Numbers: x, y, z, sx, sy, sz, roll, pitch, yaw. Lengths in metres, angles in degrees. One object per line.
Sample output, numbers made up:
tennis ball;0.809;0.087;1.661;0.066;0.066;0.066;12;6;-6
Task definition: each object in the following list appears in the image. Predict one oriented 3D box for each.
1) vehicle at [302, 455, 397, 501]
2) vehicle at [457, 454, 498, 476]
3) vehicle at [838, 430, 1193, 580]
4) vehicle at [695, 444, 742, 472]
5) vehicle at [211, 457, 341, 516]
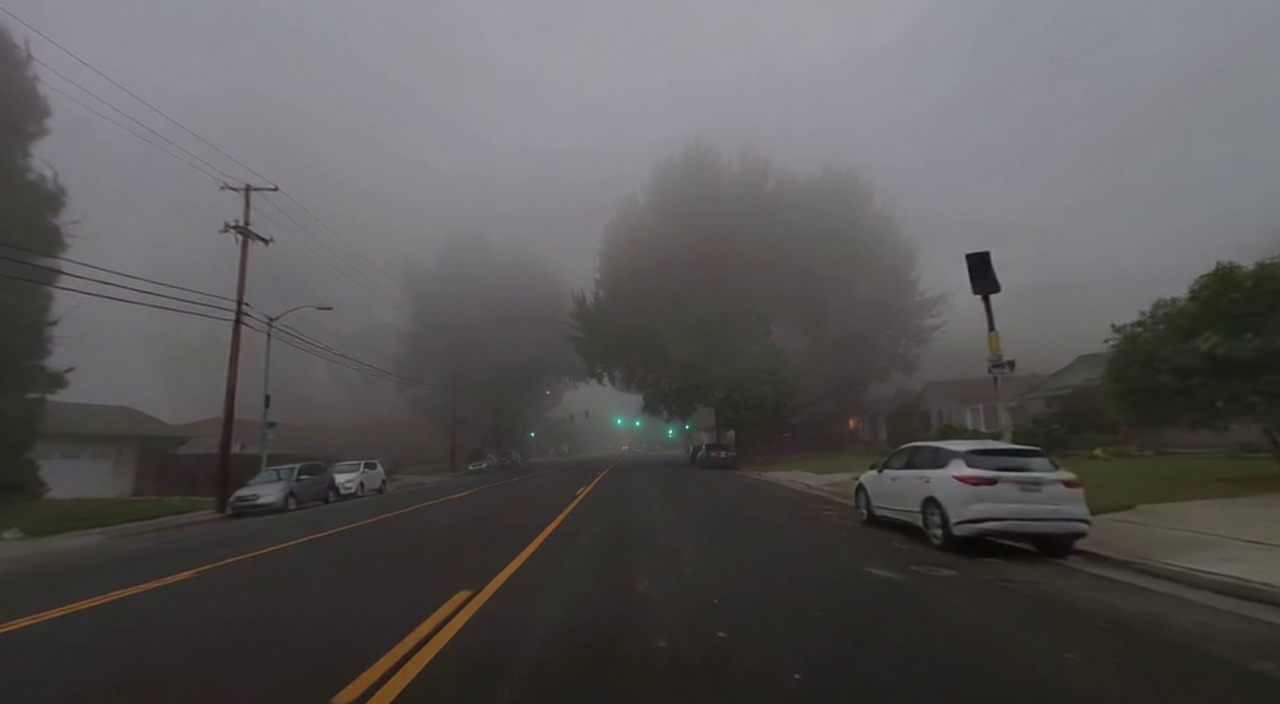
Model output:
vehicle;-11.724;5.089;25.847;2.008;1.643;4.130;0;-9;-2
vehicle;-11.855;8.262;46.295;1.867;1.471;4.139;0;-9;0
vehicle;4.519;1.904;8.745;1.887;1.480;4.731;1;-9;-2
vehicle;4.379;6.015;36.098;2.010;1.461;4.247;1;-9;-2
vehicle;-11.567;4.268;20.474;1.845;1.626;4.105;0;-9;-2
